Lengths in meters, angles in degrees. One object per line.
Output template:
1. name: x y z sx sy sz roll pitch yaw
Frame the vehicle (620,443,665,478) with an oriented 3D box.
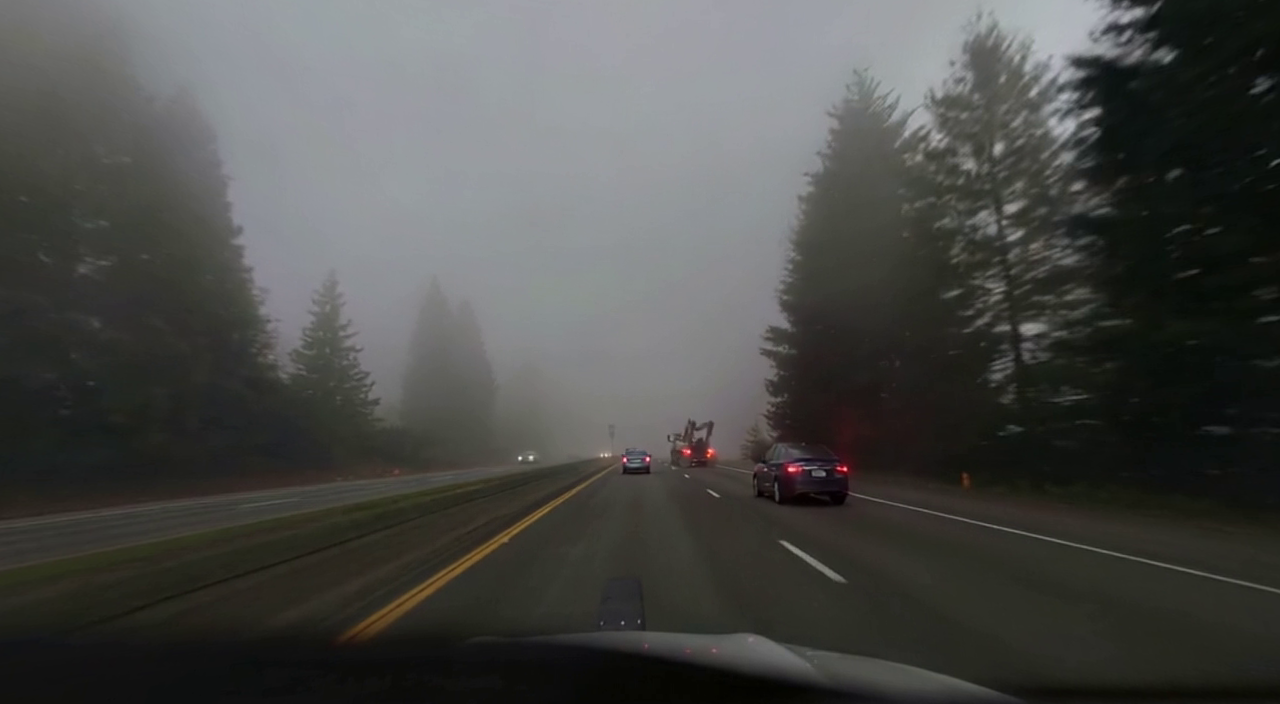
1. vehicle: 0.082 5.246 30.675 2.045 1.527 4.023 0 -9 -1

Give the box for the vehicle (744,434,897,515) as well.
1. vehicle: 3.754 2.635 13.980 2.168 1.529 3.883 0 -9 -1

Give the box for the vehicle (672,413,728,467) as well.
1. vehicle: 4.243 6.528 46.297 3.089 3.568 8.101 0 -9 -2
